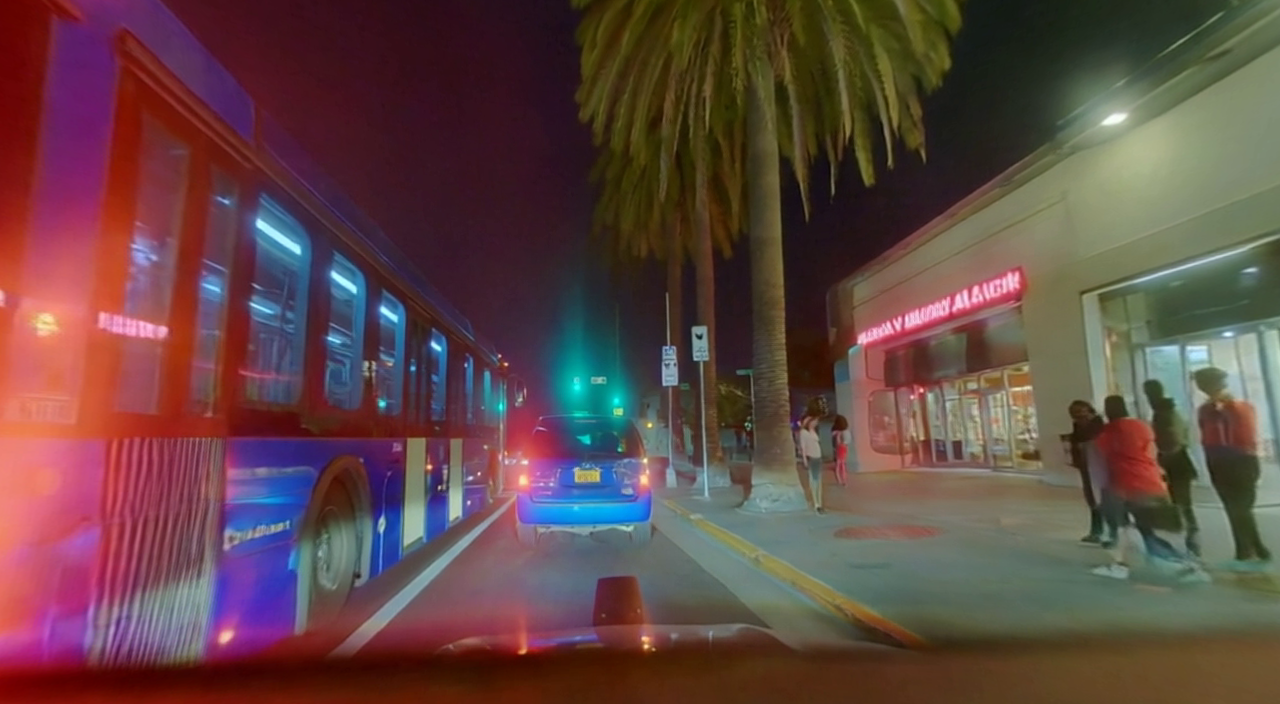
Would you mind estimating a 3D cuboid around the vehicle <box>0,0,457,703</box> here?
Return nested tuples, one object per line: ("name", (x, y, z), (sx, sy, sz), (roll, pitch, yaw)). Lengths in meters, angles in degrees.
("vehicle", (-3.864, 0.293, 4.021), (2.863, 3.233, 11.573), (1, -8, -5))

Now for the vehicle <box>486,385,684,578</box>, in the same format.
("vehicle", (-0.882, 1.614, 8.577), (2.002, 1.907, 4.211), (2, -9, -9))
